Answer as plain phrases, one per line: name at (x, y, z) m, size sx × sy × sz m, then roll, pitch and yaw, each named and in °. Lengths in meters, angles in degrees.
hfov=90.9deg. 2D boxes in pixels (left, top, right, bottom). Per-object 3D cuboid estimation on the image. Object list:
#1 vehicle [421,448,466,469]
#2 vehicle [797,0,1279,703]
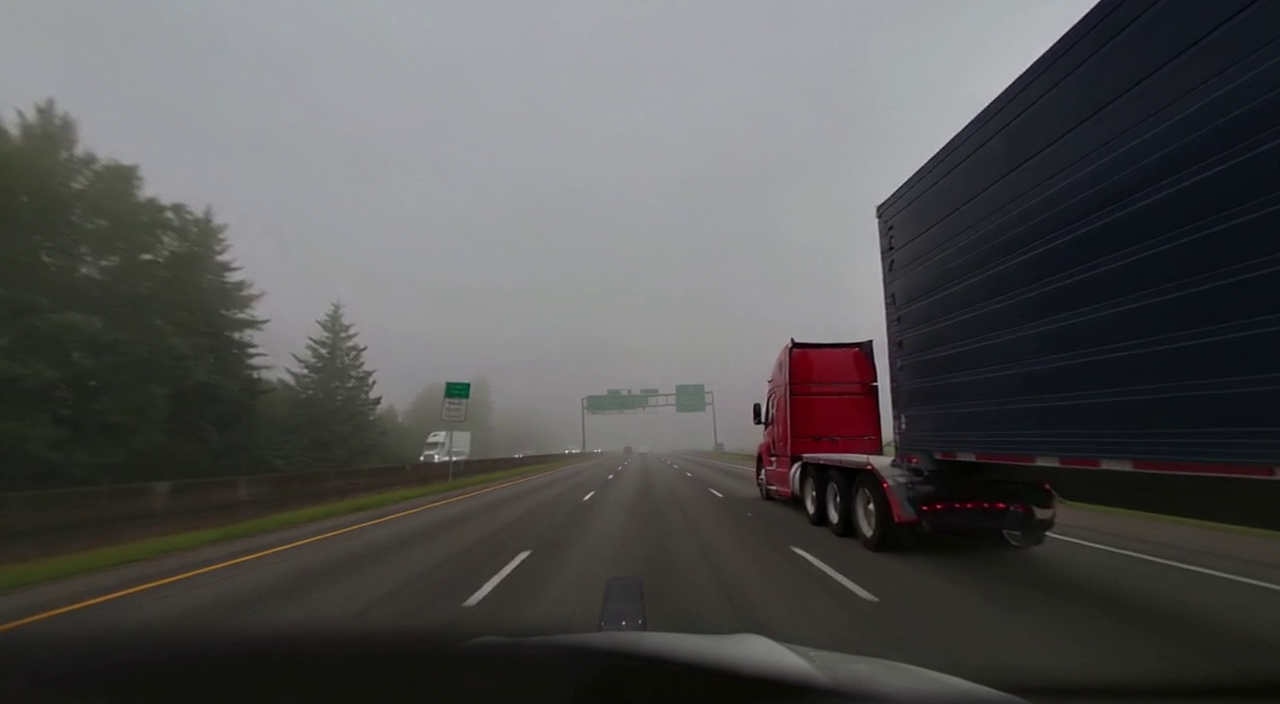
vehicle at (-14.465, 7.870, 46.651) m, size 1.869 × 1.464 × 4.207 m, roll 0°, pitch -9°, yaw 1°
vehicle at (4.093, -0.160, 3.584) m, size 3.060 × 4.100 × 13.141 m, roll 0°, pitch -9°, yaw 0°
